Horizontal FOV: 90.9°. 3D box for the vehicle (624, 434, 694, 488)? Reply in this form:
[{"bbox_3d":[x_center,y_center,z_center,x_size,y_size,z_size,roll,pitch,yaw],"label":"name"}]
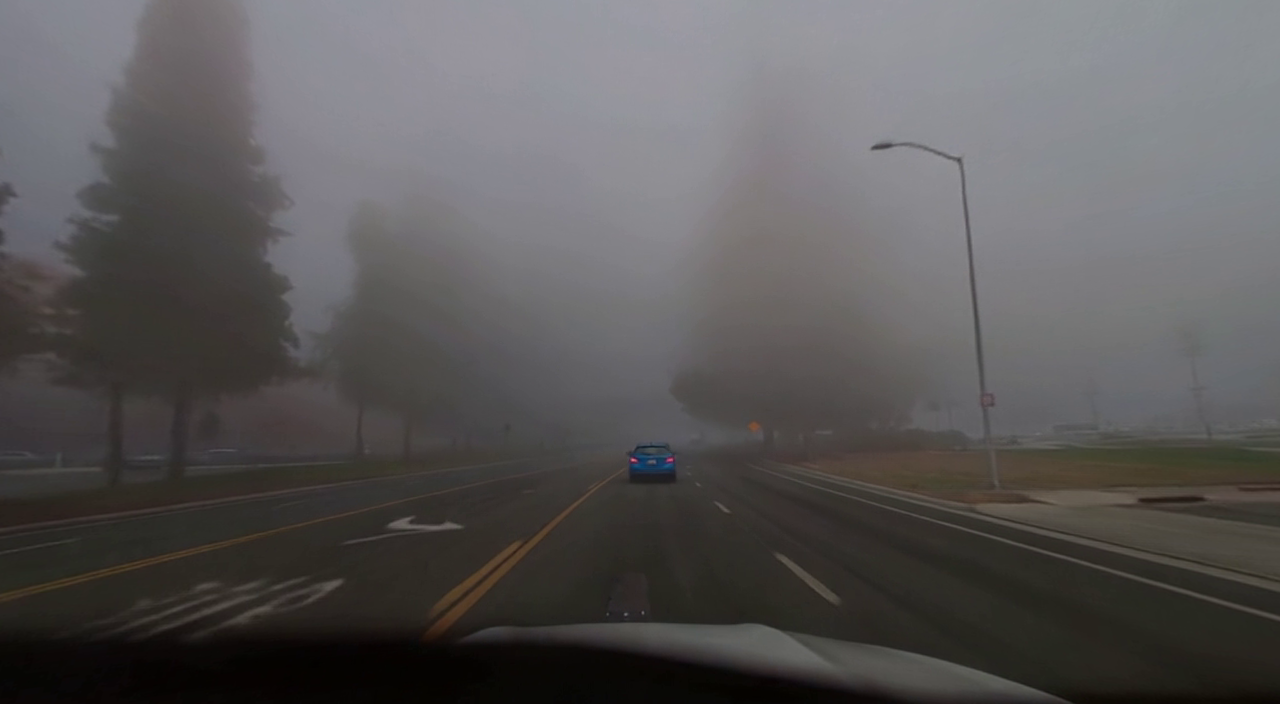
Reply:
[{"bbox_3d":[0.622,3.436,20.142,2.010,1.535,3.735,-1,-8,2],"label":"vehicle"}]
